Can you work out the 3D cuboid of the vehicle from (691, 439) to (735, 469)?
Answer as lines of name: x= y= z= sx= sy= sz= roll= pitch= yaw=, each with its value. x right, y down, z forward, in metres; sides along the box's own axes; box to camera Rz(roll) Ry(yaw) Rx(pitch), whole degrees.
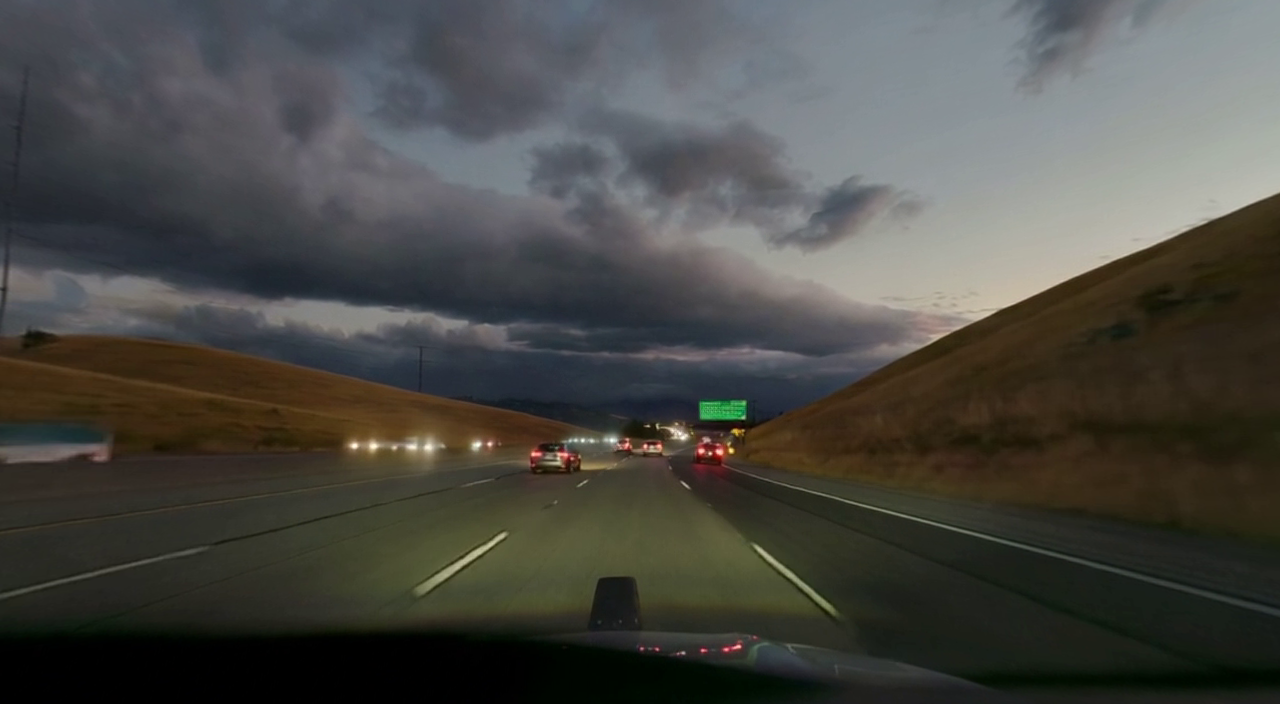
vehicle: x=4.514 y=6.381 z=39.739 sx=2.164 sy=1.788 sz=4.500 roll=0 pitch=-8 yaw=0

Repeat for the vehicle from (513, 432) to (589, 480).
vehicle: x=-3.377 y=4.069 z=24.937 sx=2.166 sy=1.700 sz=4.661 roll=0 pitch=-8 yaw=2
